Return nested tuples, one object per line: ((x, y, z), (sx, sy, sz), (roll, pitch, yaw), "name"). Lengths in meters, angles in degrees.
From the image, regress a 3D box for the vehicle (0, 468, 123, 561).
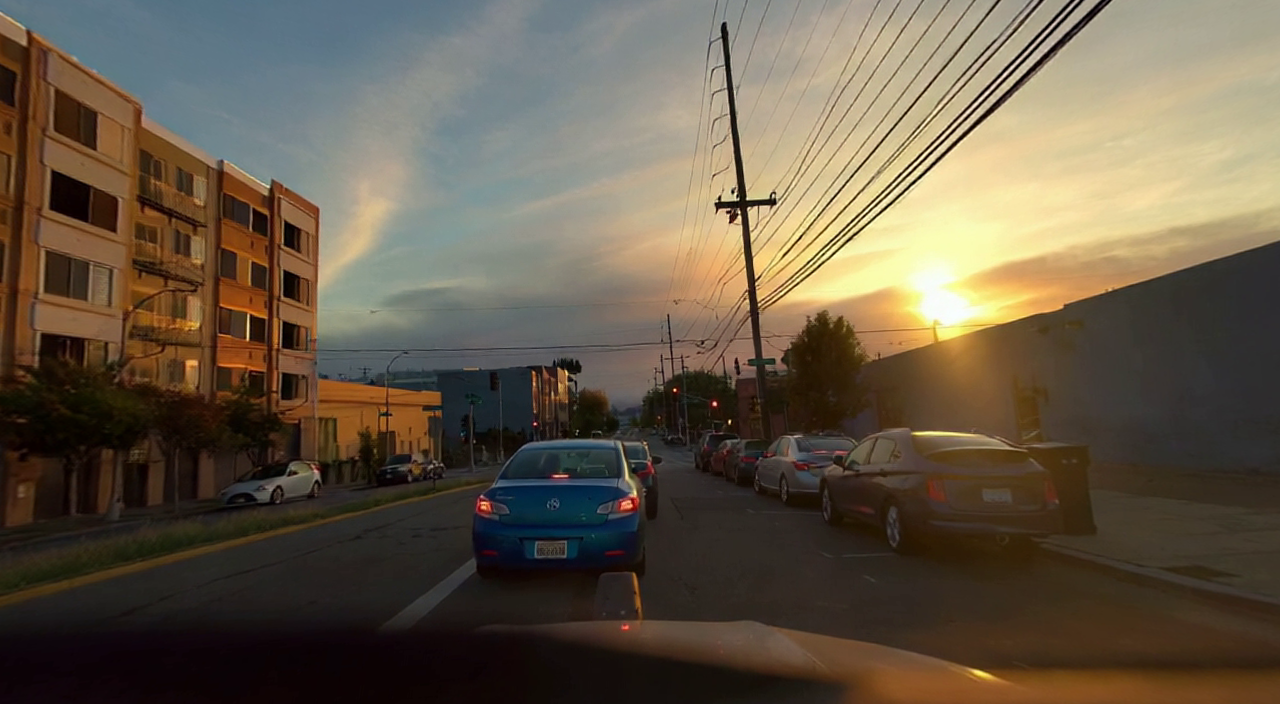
((-11.911, 2.903, 11.021), (1.850, 1.487, 4.711), (-3, -8, -1), "vehicle")

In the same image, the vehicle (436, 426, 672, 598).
((-0.711, 1.714, 7.772), (2.019, 1.453, 4.603), (0, -8, 1), "vehicle")

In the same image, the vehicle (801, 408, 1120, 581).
((3.793, 1.761, 8.614), (1.967, 1.721, 4.410), (0, -8, -1), "vehicle")

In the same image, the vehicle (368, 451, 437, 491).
((-11.921, 5.944, 31.942), (2.011, 1.687, 4.079), (-4, -8, -2), "vehicle")

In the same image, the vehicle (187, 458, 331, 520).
((-11.856, 4.233, 20.044), (1.868, 1.491, 4.367), (-5, -8, 0), "vehicle")
